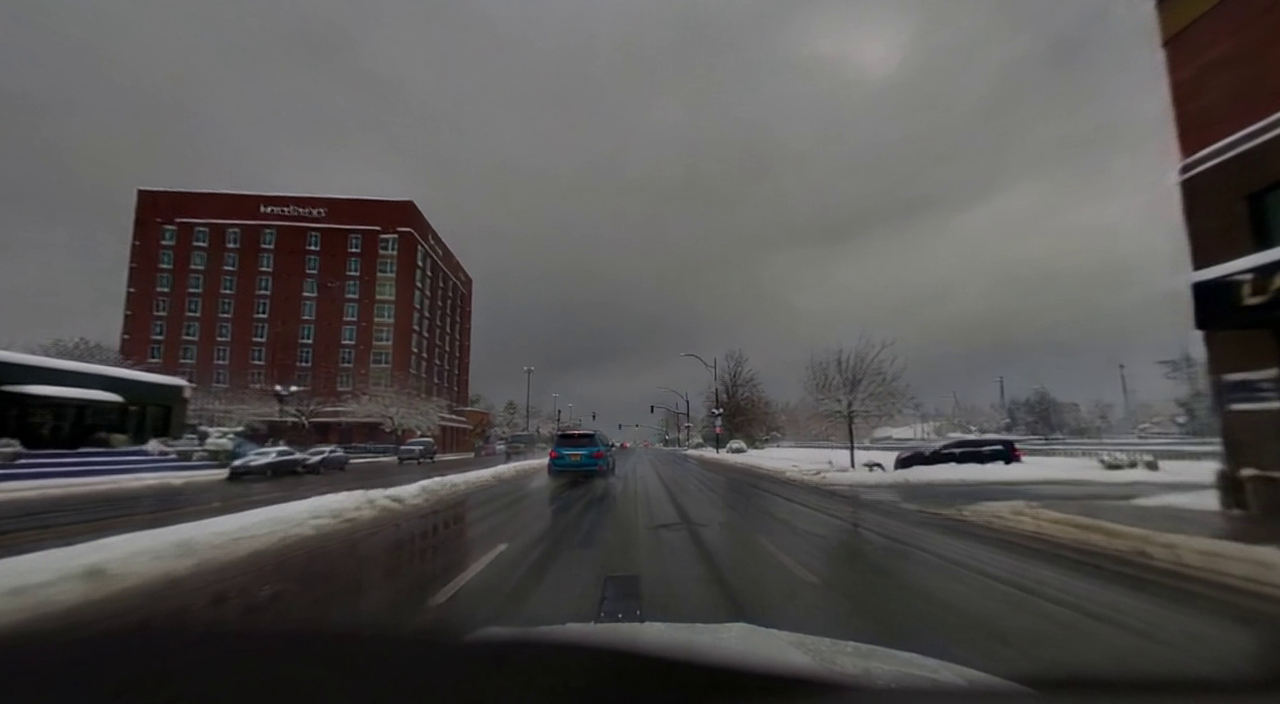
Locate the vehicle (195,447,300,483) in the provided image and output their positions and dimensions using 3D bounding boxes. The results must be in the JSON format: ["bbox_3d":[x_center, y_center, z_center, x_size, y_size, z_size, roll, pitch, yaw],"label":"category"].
[{"bbox_3d":[-17.806,5.101,28.865,1.852,1.481,4.660,0,-8,-1],"label":"vehicle"}]

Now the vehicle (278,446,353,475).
[{"bbox_3d":[-17.764,5.933,34.720,1.840,1.508,4.376,0,-8,-1],"label":"vehicle"}]

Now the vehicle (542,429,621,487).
[{"bbox_3d":[-1.807,3.440,20.695,2.080,1.722,3.766,0,-8,2],"label":"vehicle"}]

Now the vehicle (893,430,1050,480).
[{"bbox_3d":[14.827,4.640,28.653,2.589,1.989,5.779,4,-9,-26],"label":"vehicle"}]
